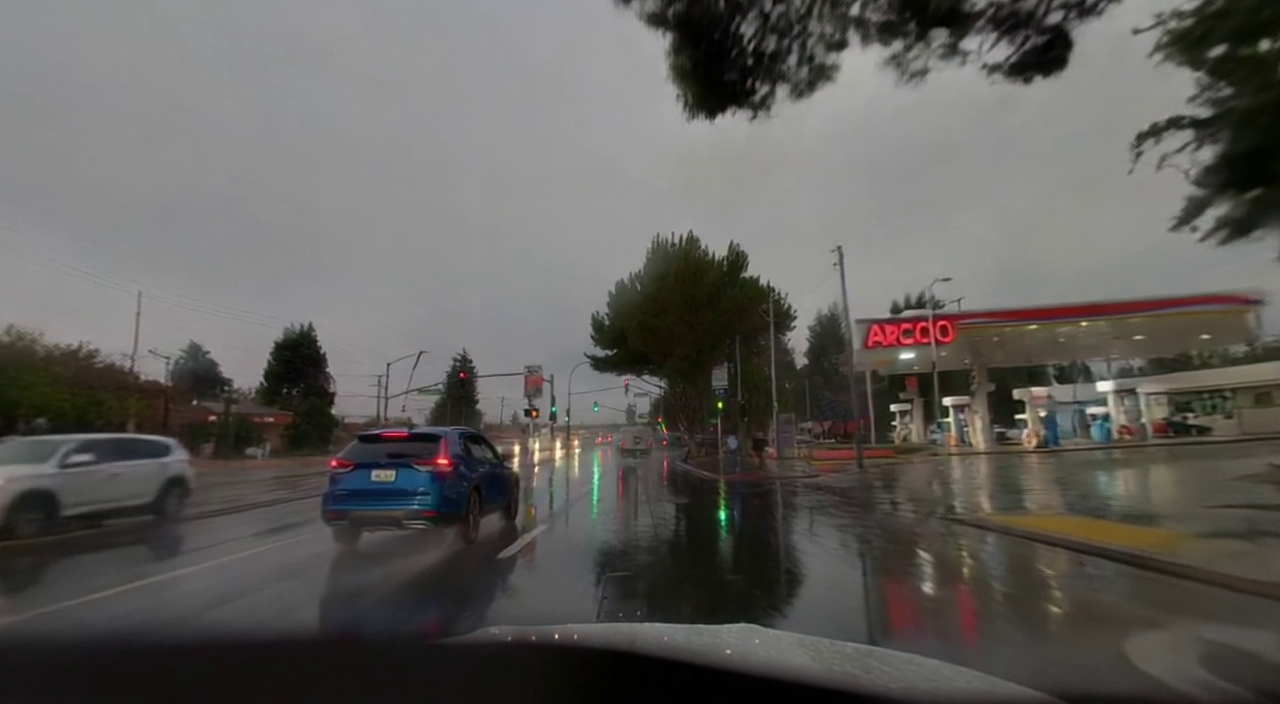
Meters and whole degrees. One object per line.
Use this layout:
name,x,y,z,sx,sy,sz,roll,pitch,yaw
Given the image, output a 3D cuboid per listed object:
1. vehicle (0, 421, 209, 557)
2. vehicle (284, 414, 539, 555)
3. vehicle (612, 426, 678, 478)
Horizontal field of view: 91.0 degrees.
vehicle,-11.154,2.524,12.155,2.172,2.109,5.009,-2,-8,-1
vehicle,-3.253,2.020,10.358,2.247,1.734,4.919,0,-8,1
vehicle,0.115,4.295,27.312,2.552,1.999,5.498,0,-8,-1
